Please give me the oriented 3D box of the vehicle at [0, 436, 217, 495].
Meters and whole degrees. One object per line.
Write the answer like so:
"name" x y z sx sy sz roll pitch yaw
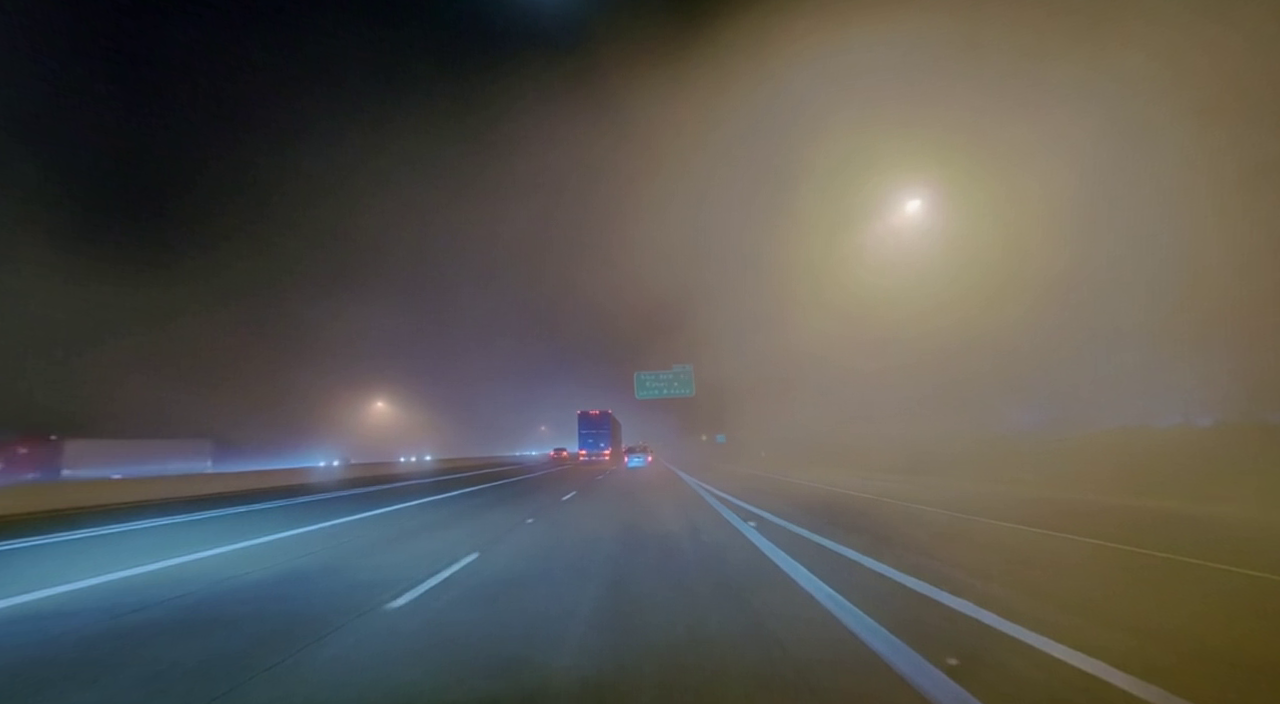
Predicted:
"vehicle" -34.811 7.468 42.486 2.822 3.236 13.926 0 -9 1

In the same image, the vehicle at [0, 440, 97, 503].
"vehicle" -34.845 6.504 34.622 3.045 3.224 7.442 -1 -9 2

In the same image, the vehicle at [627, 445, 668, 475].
"vehicle" 0.382 5.713 33.620 2.066 1.469 4.050 0 -9 0
